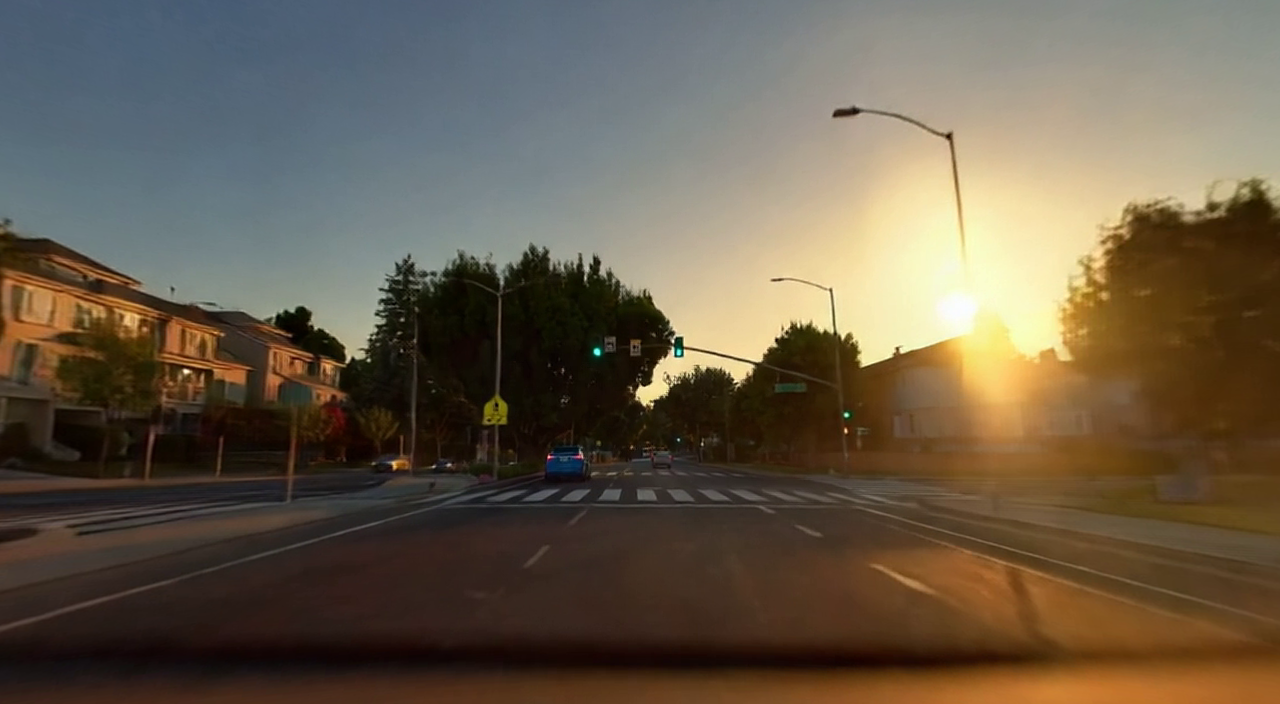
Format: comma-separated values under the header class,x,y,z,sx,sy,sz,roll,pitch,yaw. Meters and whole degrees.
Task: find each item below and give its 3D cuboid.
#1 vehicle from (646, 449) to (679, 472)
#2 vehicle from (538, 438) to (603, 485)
class,x,y,z,sx,sy,sz,roll,pitch,yaw
vehicle,1.486,7.388,43.006,2.075,1.480,3.920,0,-9,-1
vehicle,-2.838,4.592,26.845,2.150,1.812,4.423,0,-9,1
